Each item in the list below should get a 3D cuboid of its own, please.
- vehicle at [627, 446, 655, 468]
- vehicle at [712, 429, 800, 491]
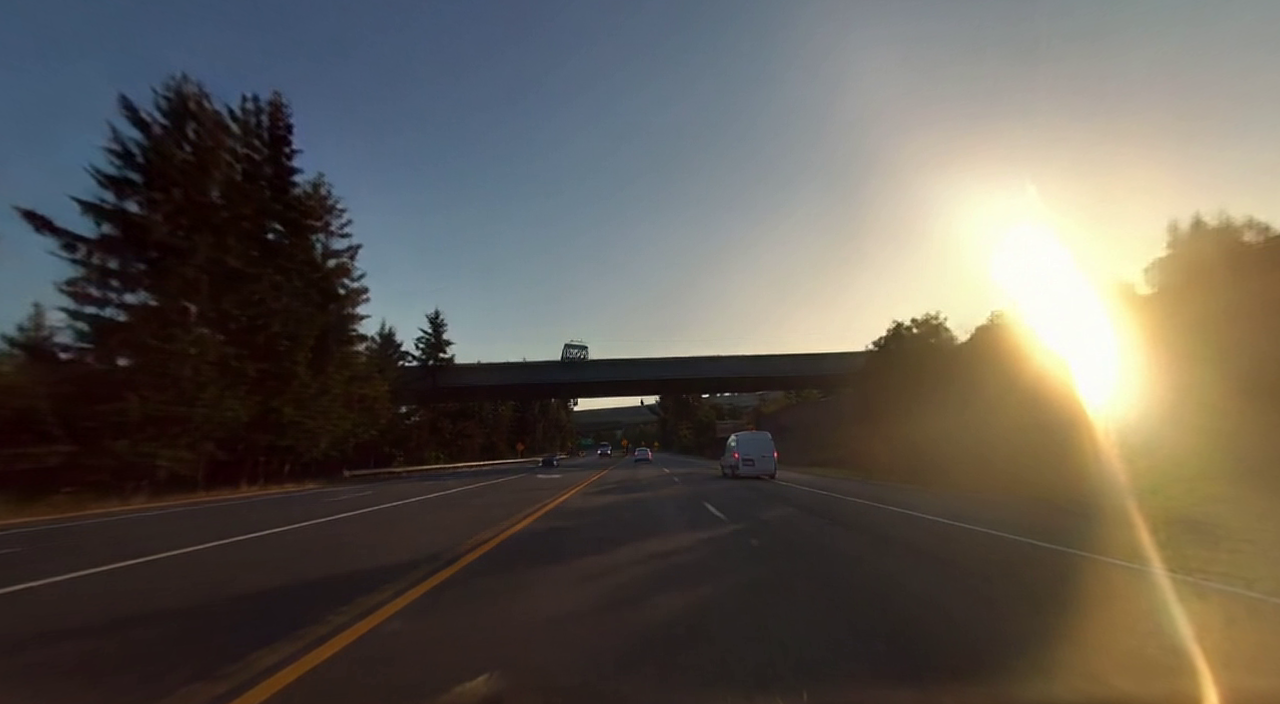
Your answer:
[{"bbox_3d":[0.133,8.116,48.753,2.013,1.584,3.995,0,-9,2],"label":"vehicle"},{"bbox_3d":[4.129,3.968,23.480,2.152,1.998,5.380,0,-9,-1],"label":"vehicle"}]
